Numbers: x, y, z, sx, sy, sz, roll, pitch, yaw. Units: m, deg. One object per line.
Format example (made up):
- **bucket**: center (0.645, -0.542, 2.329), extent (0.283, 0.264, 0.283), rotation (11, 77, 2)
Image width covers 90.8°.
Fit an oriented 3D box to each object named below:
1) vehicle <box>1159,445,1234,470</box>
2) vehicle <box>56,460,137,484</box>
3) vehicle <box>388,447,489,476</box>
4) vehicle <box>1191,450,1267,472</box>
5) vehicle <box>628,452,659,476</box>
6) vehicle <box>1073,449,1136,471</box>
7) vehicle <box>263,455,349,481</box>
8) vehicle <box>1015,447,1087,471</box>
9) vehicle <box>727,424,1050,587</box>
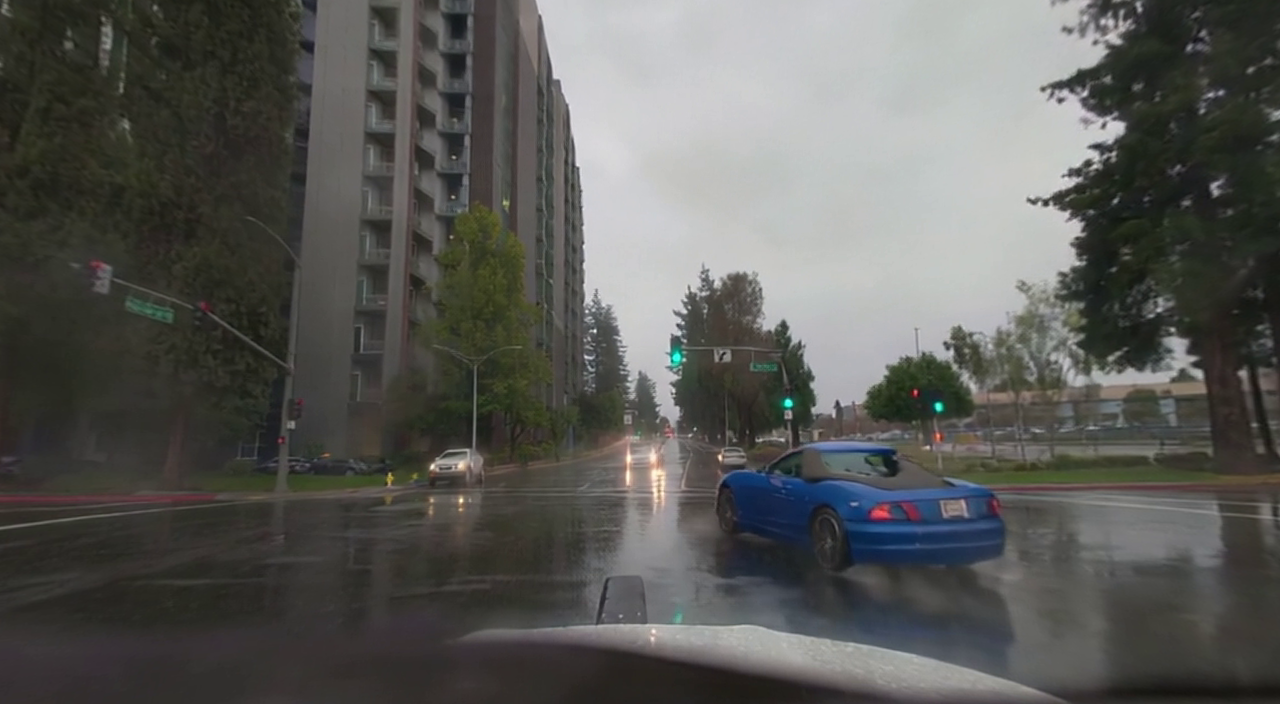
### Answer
- **vehicle**: center (36.074, 6.865, 41.038), extent (1.649, 1.463, 3.507), rotation (-1, -12, 2)
- **vehicle**: center (-35.186, 7.746, 41.026), extent (1.709, 1.410, 3.945), rotation (0, -9, 0)
- **vehicle**: center (-13.487, 7.354, 42.525), extent (6.021, 1.868, 2.172), rotation (0, -9, 2)
- **vehicle**: center (38.673, 7.162, 41.572), extent (1.664, 1.369, 3.468), rotation (0, -9, 1)
- **vehicle**: center (0.189, 7.611, 43.077), extent (2.024, 1.489, 4.613), rotation (0, -9, -1)
- **vehicle**: center (30.364, 7.064, 41.429), extent (1.746, 1.391, 3.360), rotation (-1, -9, 5)
- **vehicle**: center (-20.570, 7.151, 38.985), extent (4.207, 1.508, 1.875), rotation (-1, -9, 4)
- **vehicle**: center (27.207, 7.099, 42.006), extent (2.039, 1.501, 4.231), rotation (0, -9, 3)
- **vehicle**: center (2.754, 1.804, 8.291), extent (1.903, 1.529, 4.254), rotation (2, -9, -10)
